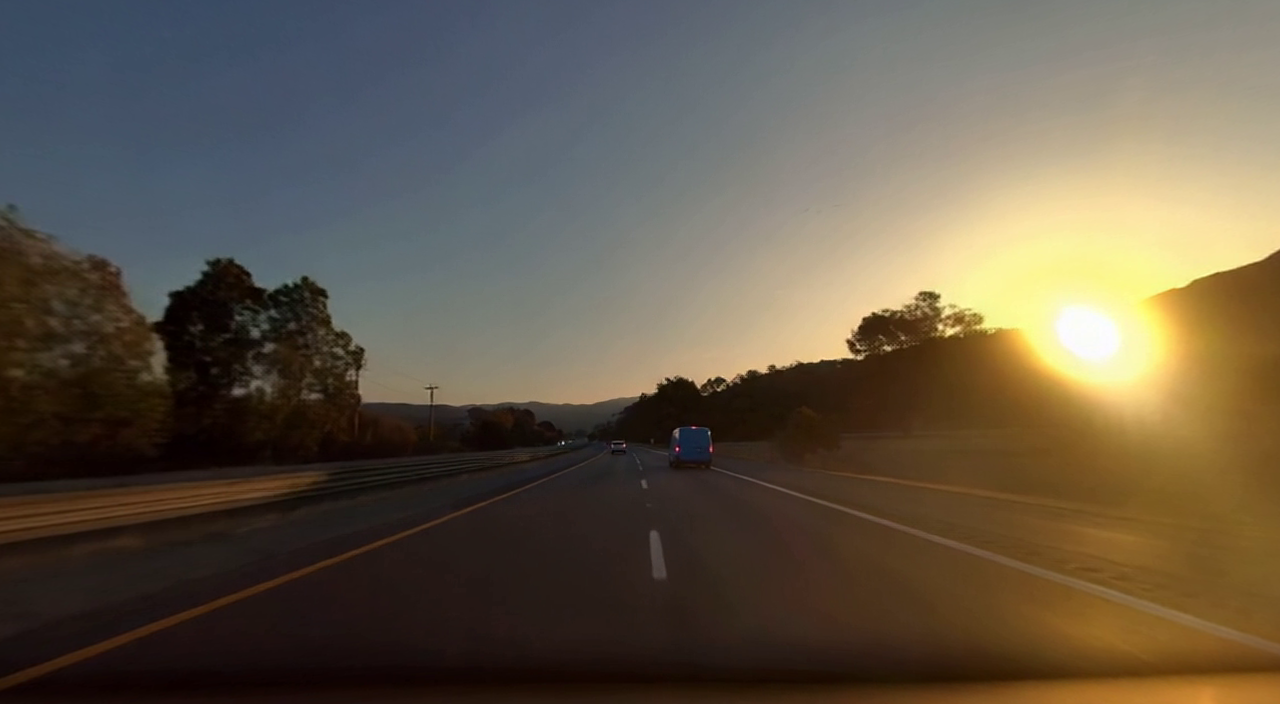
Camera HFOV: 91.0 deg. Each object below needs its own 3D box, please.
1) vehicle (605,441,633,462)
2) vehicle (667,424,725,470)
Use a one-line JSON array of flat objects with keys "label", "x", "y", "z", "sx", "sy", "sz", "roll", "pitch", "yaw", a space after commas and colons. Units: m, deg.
[{"label": "vehicle", "x": -1.561, "y": 7.522, "z": 47.721, "sx": 2.005, "sy": 1.466, "sz": 3.739, "roll": -1, "pitch": -8, "yaw": -1}, {"label": "vehicle", "x": 2.641, "y": 4.647, "z": 30.945, "sx": 2.269, "sy": 2.048, "sz": 4.679, "roll": 0, "pitch": -8, "yaw": -2}]
